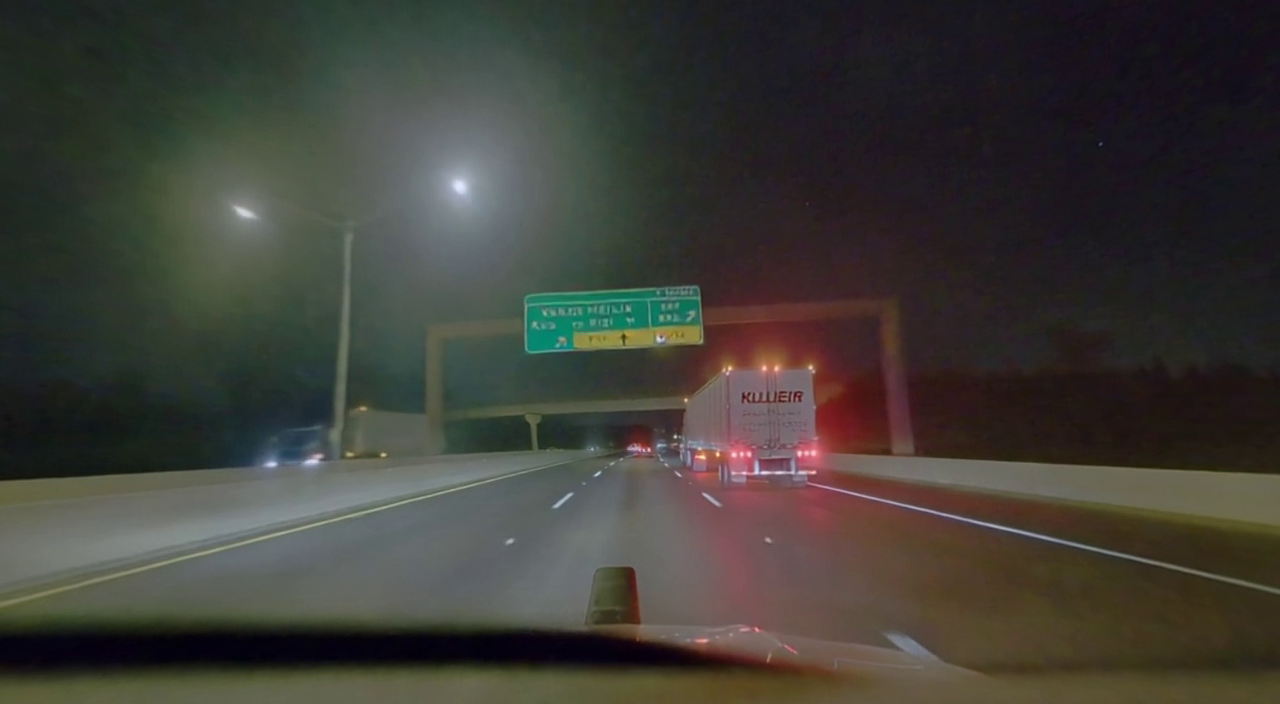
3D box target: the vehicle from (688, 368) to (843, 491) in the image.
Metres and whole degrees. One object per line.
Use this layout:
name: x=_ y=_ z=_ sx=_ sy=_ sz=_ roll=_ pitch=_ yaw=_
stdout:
vehicle: x=4.054 y=3.034 z=24.007 sx=3.306 sy=3.531 sz=11.717 roll=0 pitch=-8 yaw=-1

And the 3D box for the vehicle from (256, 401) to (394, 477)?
vehicle: x=-20.156 y=5.766 z=41.528 sx=3.269 sy=4.283 sz=11.156 roll=0 pitch=-8 yaw=0
